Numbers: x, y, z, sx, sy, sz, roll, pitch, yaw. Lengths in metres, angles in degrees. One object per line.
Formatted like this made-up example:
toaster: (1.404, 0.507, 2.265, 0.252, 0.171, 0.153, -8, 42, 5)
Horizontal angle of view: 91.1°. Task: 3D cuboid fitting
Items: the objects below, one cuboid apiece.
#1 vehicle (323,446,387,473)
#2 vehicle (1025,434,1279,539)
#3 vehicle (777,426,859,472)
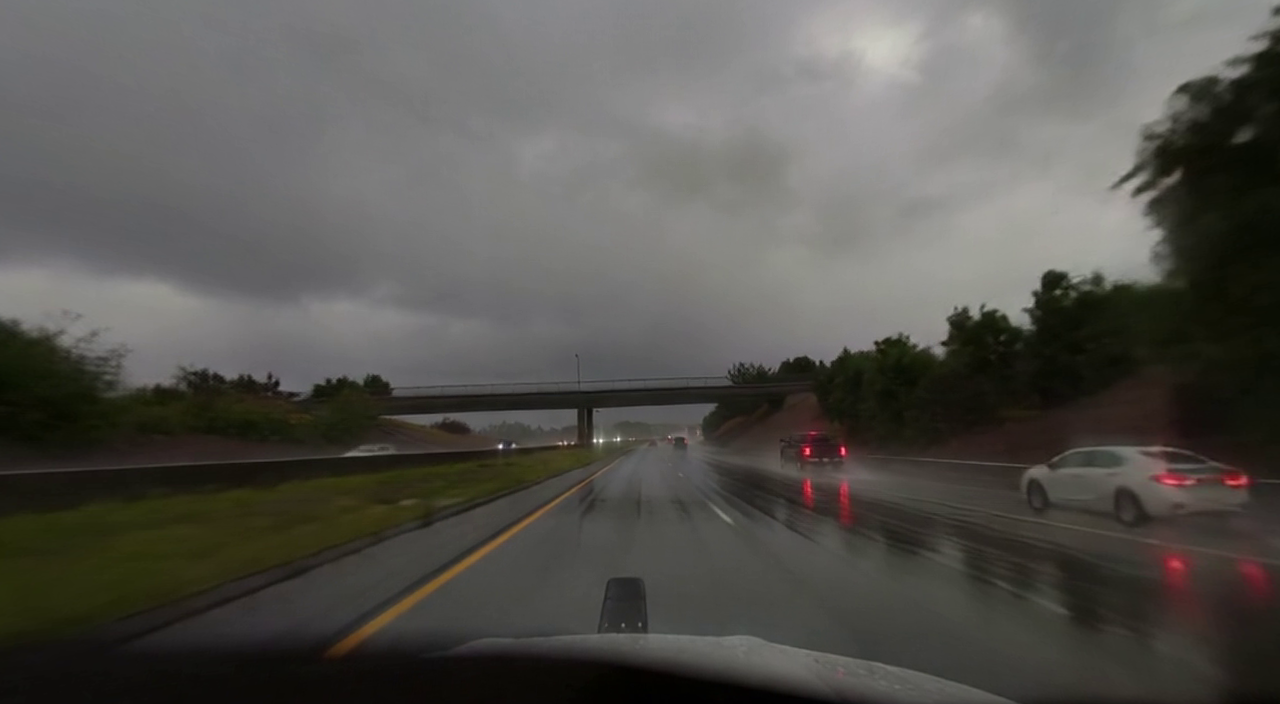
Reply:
vehicle: (-16.968, 6.406, 37.619, 1.792, 1.478, 4.262, 0, -8, 0)
vehicle: (9.066, 2.213, 11.002, 1.927, 1.472, 4.076, 0, -9, -2)
vehicle: (8.678, 4.809, 31.234, 2.362, 2.037, 5.409, 0, -9, -1)
